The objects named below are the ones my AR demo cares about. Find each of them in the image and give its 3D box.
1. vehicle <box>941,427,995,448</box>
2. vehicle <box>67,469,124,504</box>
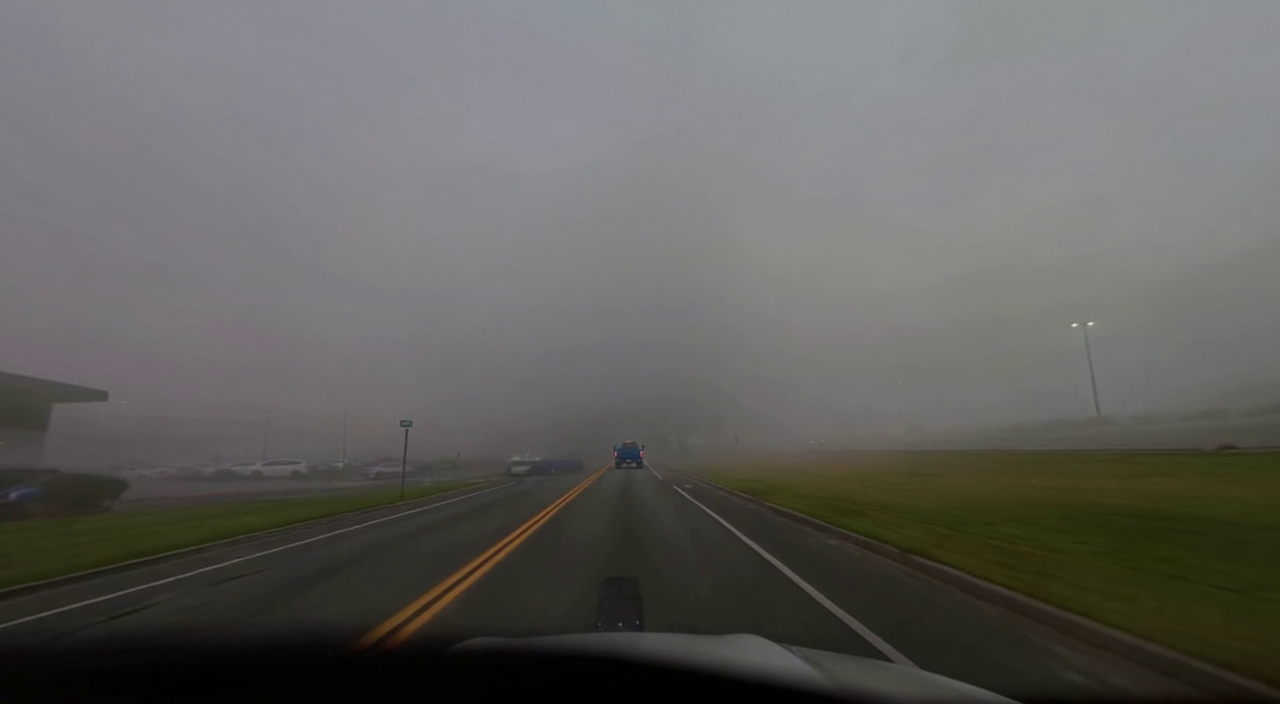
[{"bbox_3d":[24.789,6.514,47.870,1.816,1.517,3.920,0,-9,-3],"label":"vehicle"},{"bbox_3d":[-27.295,6.671,31.628,1.896,1.481,4.448,8,-12,-42],"label":"vehicle"}]
